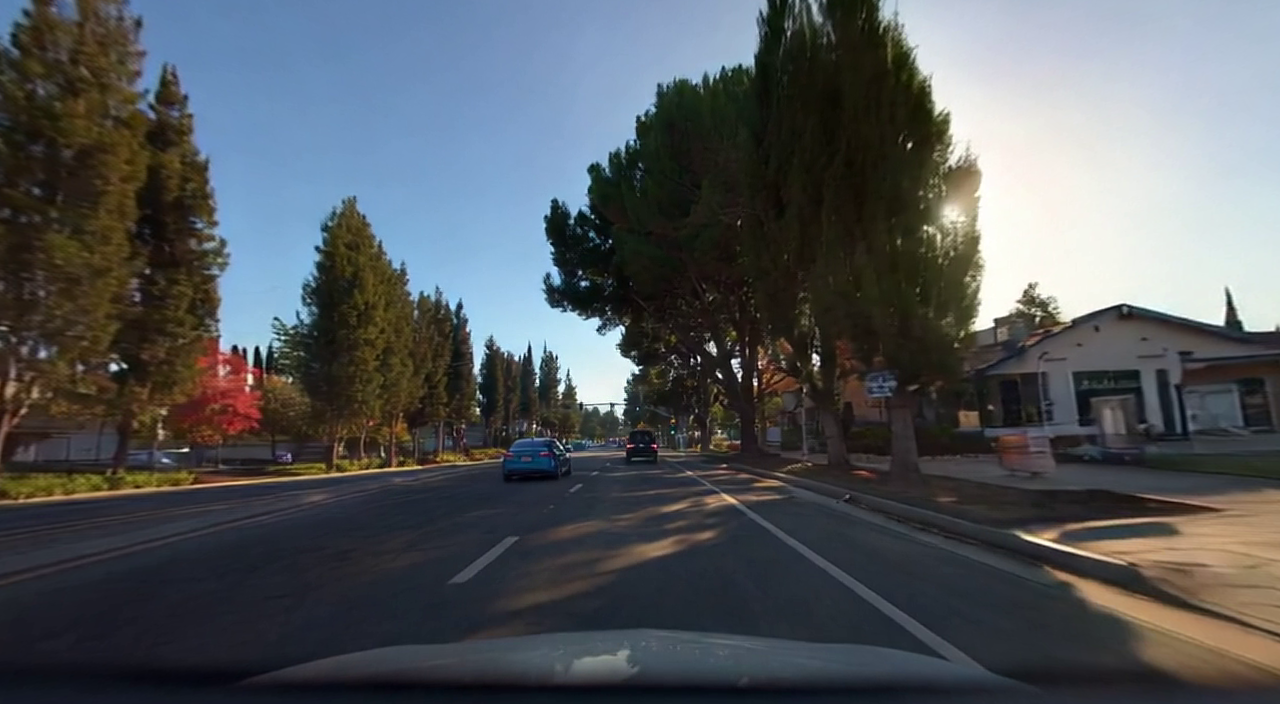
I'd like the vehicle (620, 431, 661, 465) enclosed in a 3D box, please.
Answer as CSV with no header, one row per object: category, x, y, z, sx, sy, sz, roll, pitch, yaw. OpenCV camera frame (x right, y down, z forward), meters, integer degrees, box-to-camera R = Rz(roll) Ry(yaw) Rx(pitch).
vehicle,0.021,5.411,35.690,2.213,1.778,4.107,0,-8,0

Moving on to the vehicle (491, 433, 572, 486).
vehicle,-3.626,3.669,21.839,1.914,1.630,4.351,0,-8,1
